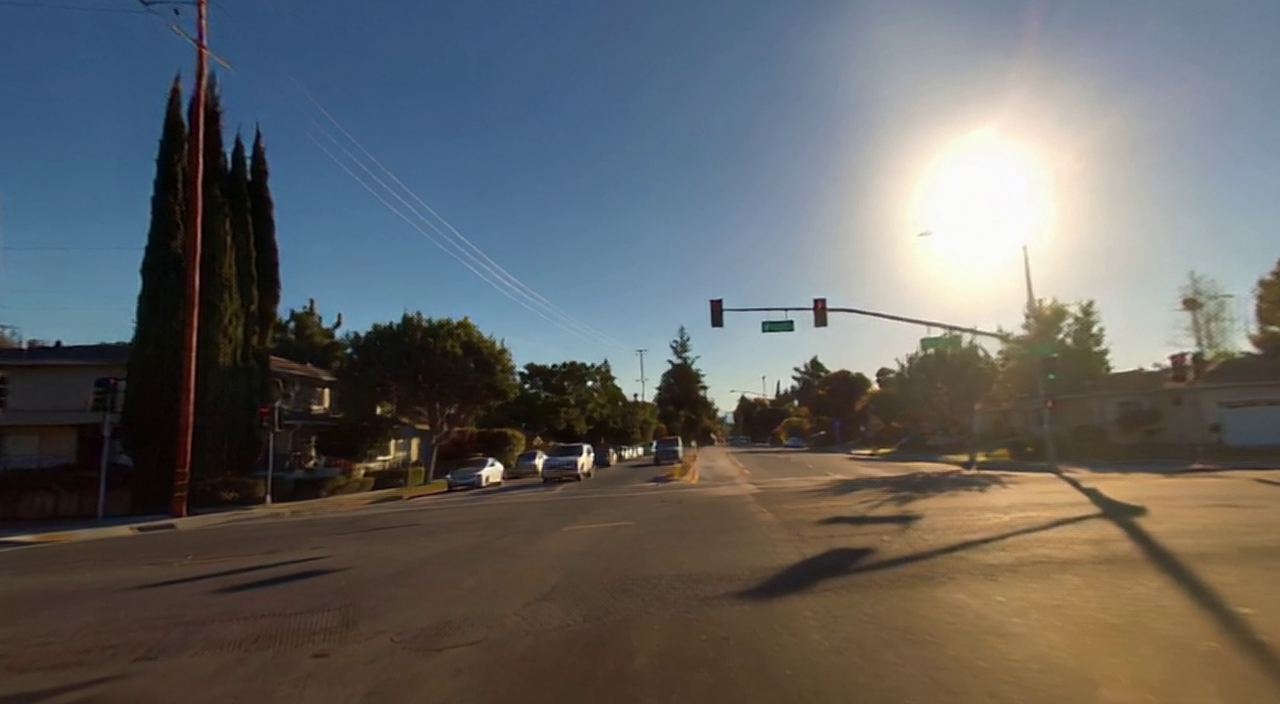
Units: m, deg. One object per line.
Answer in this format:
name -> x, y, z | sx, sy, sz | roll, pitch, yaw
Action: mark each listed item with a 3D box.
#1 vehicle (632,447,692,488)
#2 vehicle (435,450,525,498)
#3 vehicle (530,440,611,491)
vehicle -> 0.983, 4.621, 25.721 | 2.174, 1.477, 4.805 | -1, -9, 5
vehicle -> -6.685, 5.157, 27.108 | 2.241, 1.819, 4.690 | -1, -9, 6
vehicle -> -2.852, 4.873, 27.504 | 2.479, 1.977, 5.254 | -1, -9, 5
